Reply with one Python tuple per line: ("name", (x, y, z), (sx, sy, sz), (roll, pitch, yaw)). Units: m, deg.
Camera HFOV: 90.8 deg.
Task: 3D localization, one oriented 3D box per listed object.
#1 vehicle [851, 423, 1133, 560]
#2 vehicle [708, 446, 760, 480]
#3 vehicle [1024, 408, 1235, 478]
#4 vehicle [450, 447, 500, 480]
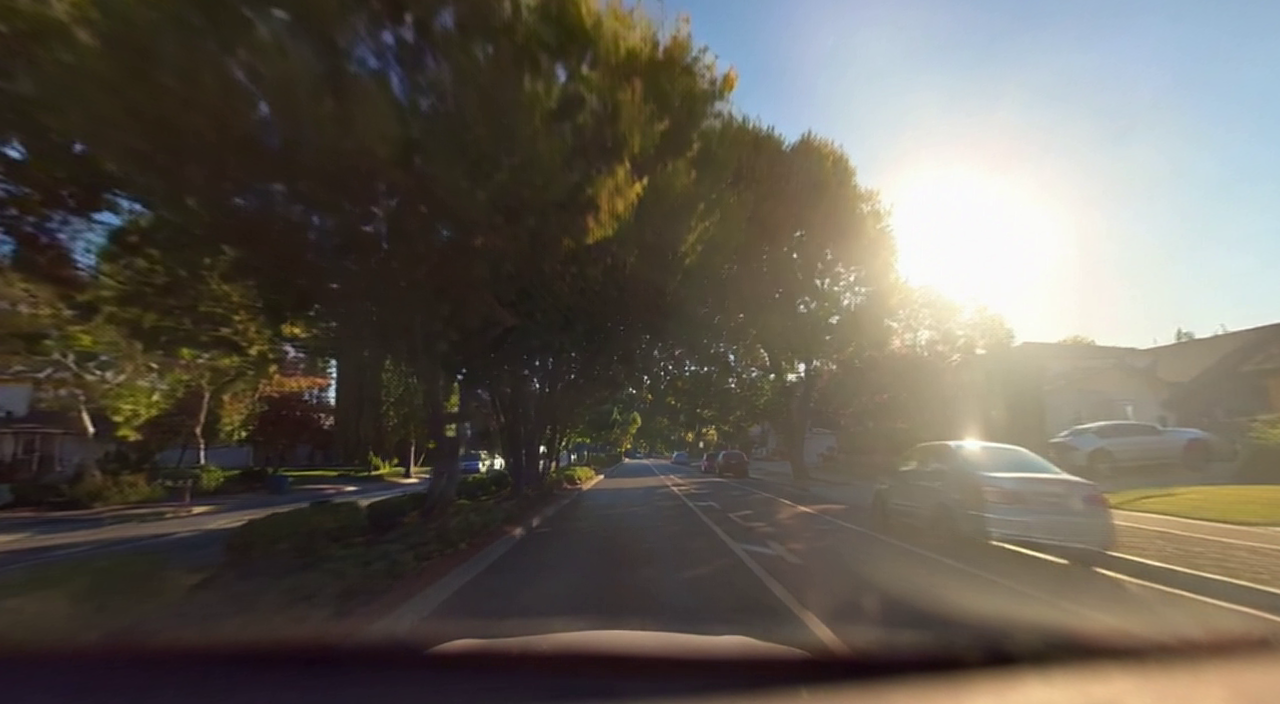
("vehicle", (5.185, 2.088, 10.193), (2.001, 1.693, 4.311), (0, -9, 0))
("vehicle", (4.848, 5.786, 33.202), (1.900, 1.608, 5.037), (0, -9, -1))
("vehicle", (15.910, 3.000, 20.832), (4.921, 2.117, 2.249), (-1, -9, 3))
("vehicle", (-12.250, 8.280, 47.317), (2.396, 2.159, 5.470), (-3, -8, -1))
